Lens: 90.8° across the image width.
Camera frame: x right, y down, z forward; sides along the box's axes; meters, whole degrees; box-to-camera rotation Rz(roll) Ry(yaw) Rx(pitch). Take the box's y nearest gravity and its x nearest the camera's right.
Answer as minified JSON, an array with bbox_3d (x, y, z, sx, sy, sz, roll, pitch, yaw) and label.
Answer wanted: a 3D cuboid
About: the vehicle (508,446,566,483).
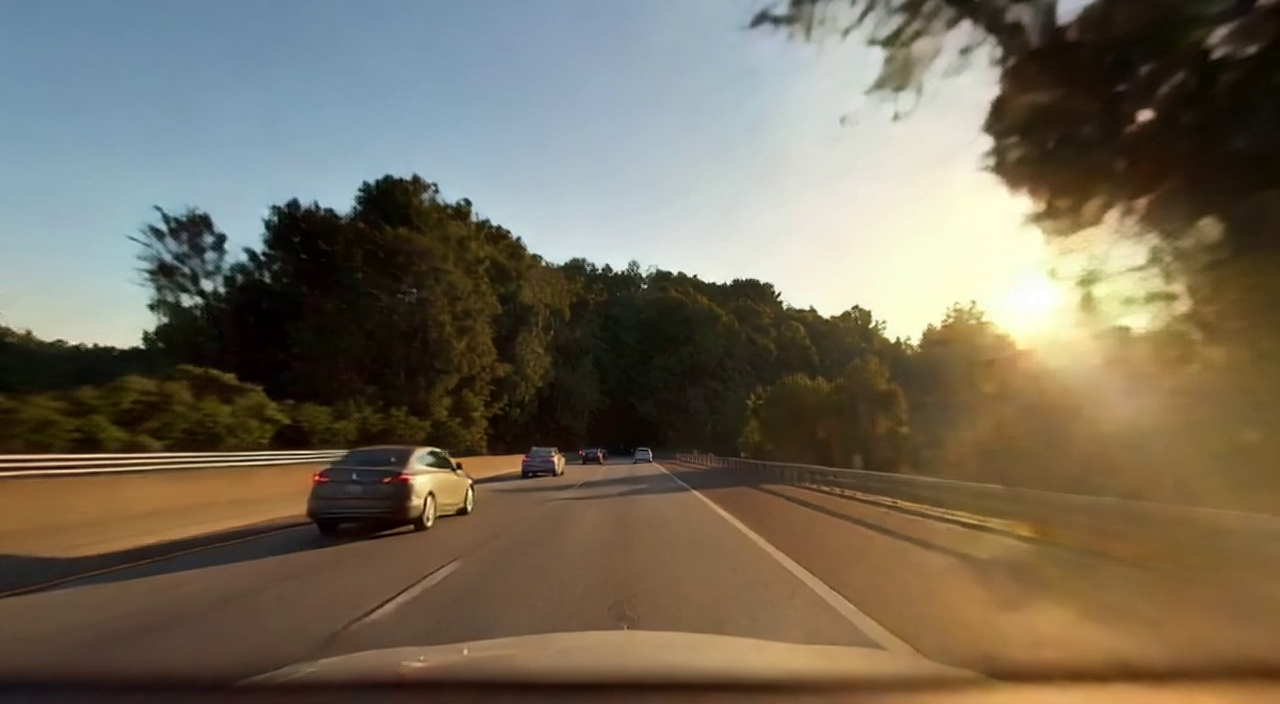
[{"bbox_3d":[-4.542,5.010,28.383,1.838,1.508,4.317,0,-9,0],"label":"vehicle"}]

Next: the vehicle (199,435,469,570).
[{"bbox_3d":[-3.959,1.984,9.050,1.897,1.481,3.859,0,-9,0],"label":"vehicle"}]
